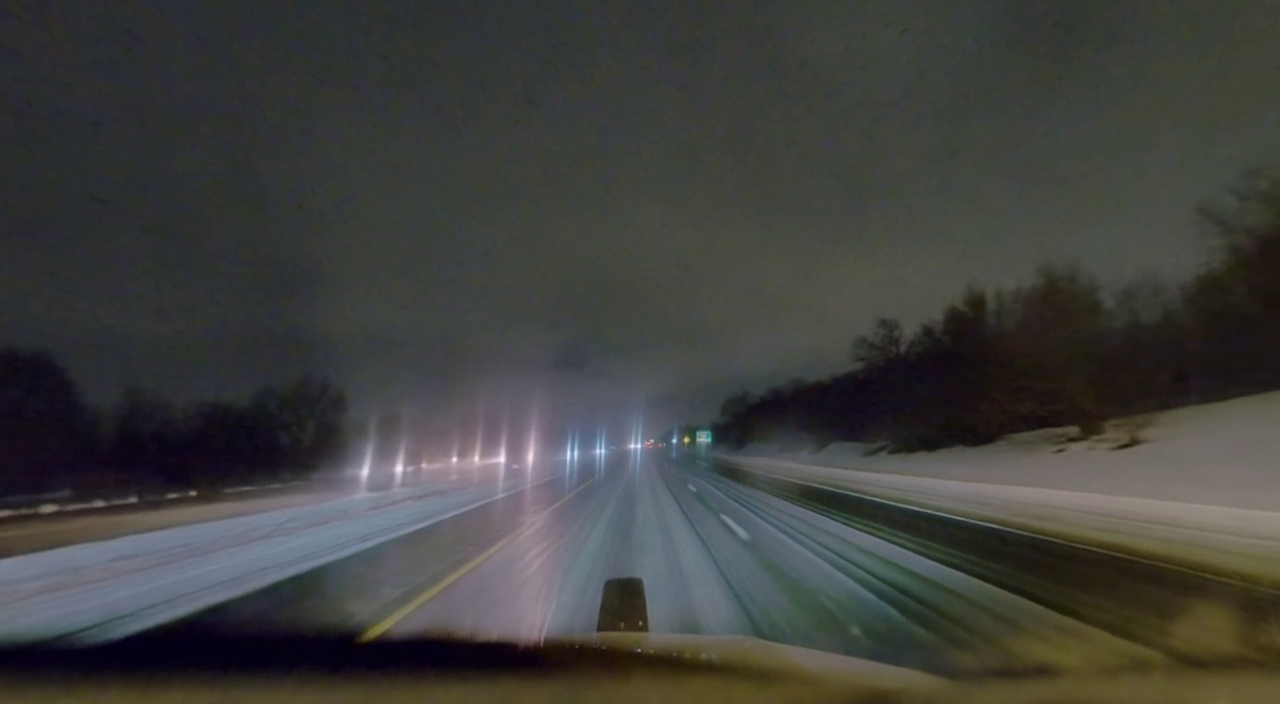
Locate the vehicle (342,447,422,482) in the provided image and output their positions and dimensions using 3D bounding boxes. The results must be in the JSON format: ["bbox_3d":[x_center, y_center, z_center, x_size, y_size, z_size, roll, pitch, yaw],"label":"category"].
[{"bbox_3d":[-14.379,6.270,35.578,2.340,1.786,5.003,0,-8,1],"label":"vehicle"}]
